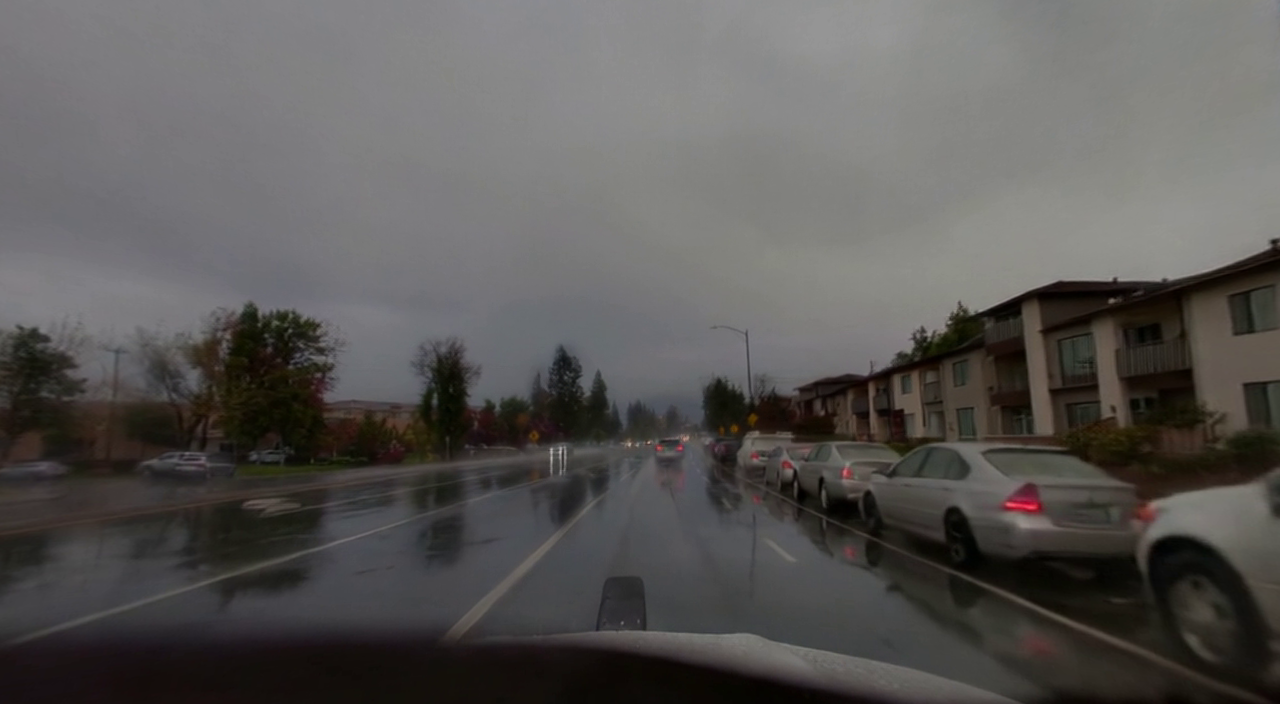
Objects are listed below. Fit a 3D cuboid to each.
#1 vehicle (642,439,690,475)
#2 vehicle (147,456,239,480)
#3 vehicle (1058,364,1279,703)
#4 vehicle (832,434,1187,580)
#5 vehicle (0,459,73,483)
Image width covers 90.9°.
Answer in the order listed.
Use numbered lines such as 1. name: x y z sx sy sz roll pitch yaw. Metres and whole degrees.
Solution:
1. vehicle: 1.169 4.765 28.864 2.011 1.480 4.170 0 -8 2
2. vehicle: -29.625 7.665 41.881 4.591 1.468 1.805 1 -9 -9
3. vehicle: 4.295 0.835 2.519 1.973 1.749 4.608 0 -8 -1
4. vehicle: 4.477 1.917 8.818 1.855 1.445 4.895 0 -8 -2
5. vehicle: -41.131 7.985 42.491 4.292 1.497 1.883 -1 -9 8
